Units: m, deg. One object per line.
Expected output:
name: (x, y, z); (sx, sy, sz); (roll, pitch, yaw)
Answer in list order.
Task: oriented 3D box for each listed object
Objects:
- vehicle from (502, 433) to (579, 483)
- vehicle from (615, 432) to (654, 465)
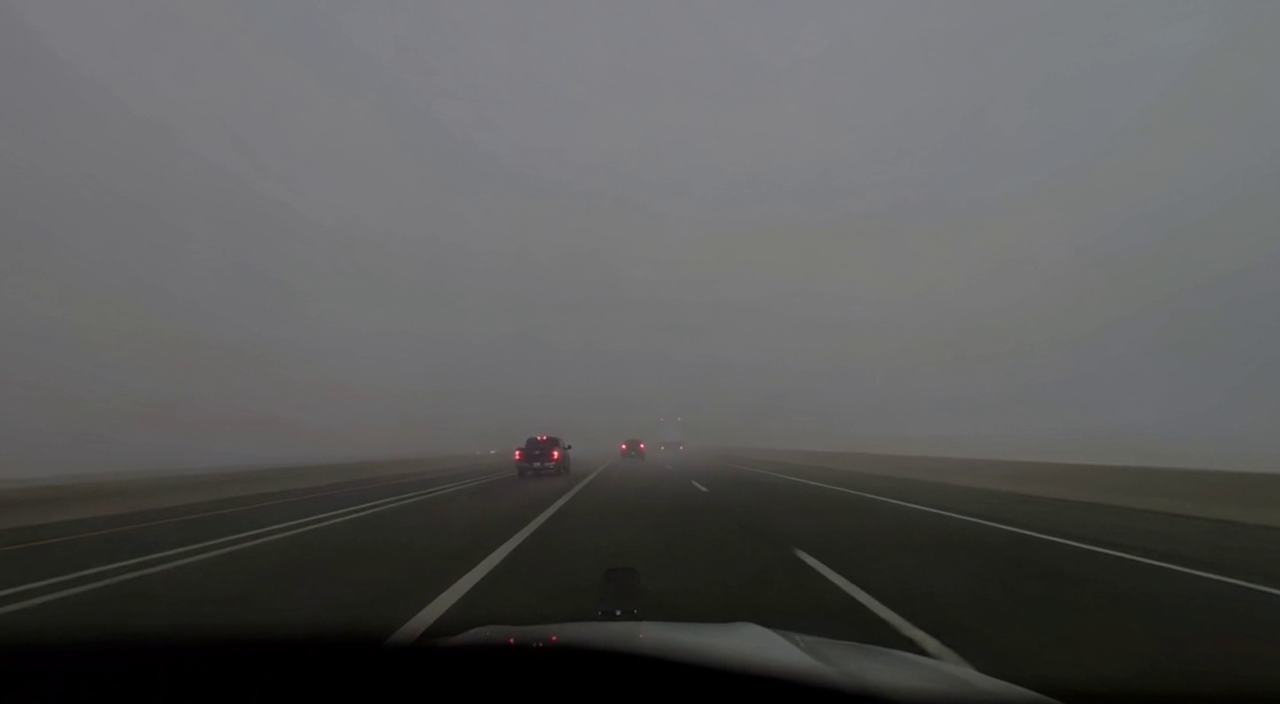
vehicle: (-3.802, 4.133, 24.906); (2.326, 1.761, 4.450); (-1, -8, 0)
vehicle: (-0.407, 6.453, 42.190); (2.456, 2.007, 4.728); (0, -8, -2)
